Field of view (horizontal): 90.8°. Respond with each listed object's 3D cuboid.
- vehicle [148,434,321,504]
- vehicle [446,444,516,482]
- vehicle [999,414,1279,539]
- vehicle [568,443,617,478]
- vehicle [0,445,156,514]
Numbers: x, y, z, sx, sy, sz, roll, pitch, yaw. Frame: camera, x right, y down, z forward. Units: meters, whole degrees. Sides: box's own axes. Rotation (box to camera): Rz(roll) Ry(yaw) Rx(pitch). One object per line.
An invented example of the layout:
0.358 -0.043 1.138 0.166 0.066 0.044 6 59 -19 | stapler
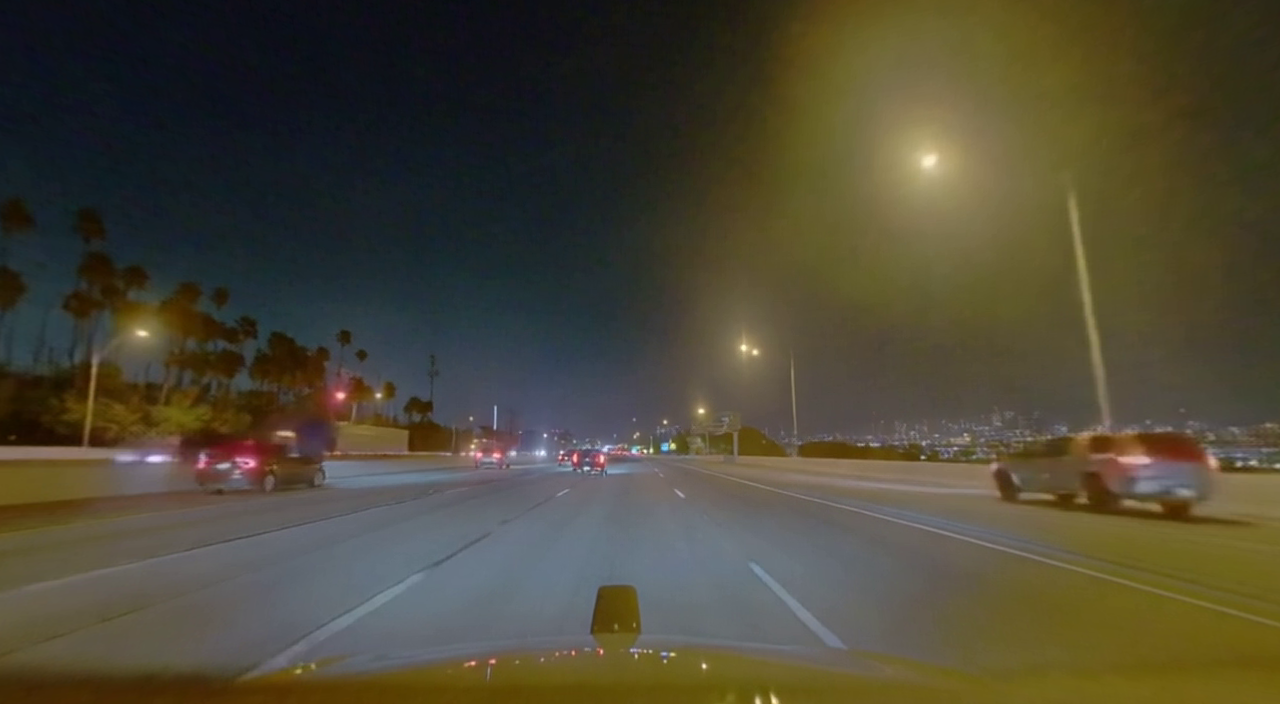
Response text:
-12.193 3.527 19.543 1.986 1.875 4.902 0 -9 1 | vehicle
-7.671 5.403 31.053 2.204 1.677 4.438 0 -9 1 | vehicle
10.378 2.463 13.265 2.302 2.014 5.925 0 -9 1 | vehicle
-2.412 5.619 32.879 2.201 1.672 4.128 0 -9 0 | vehicle
-16.209 3.456 17.661 1.836 1.662 4.317 0 -9 1 | vehicle
